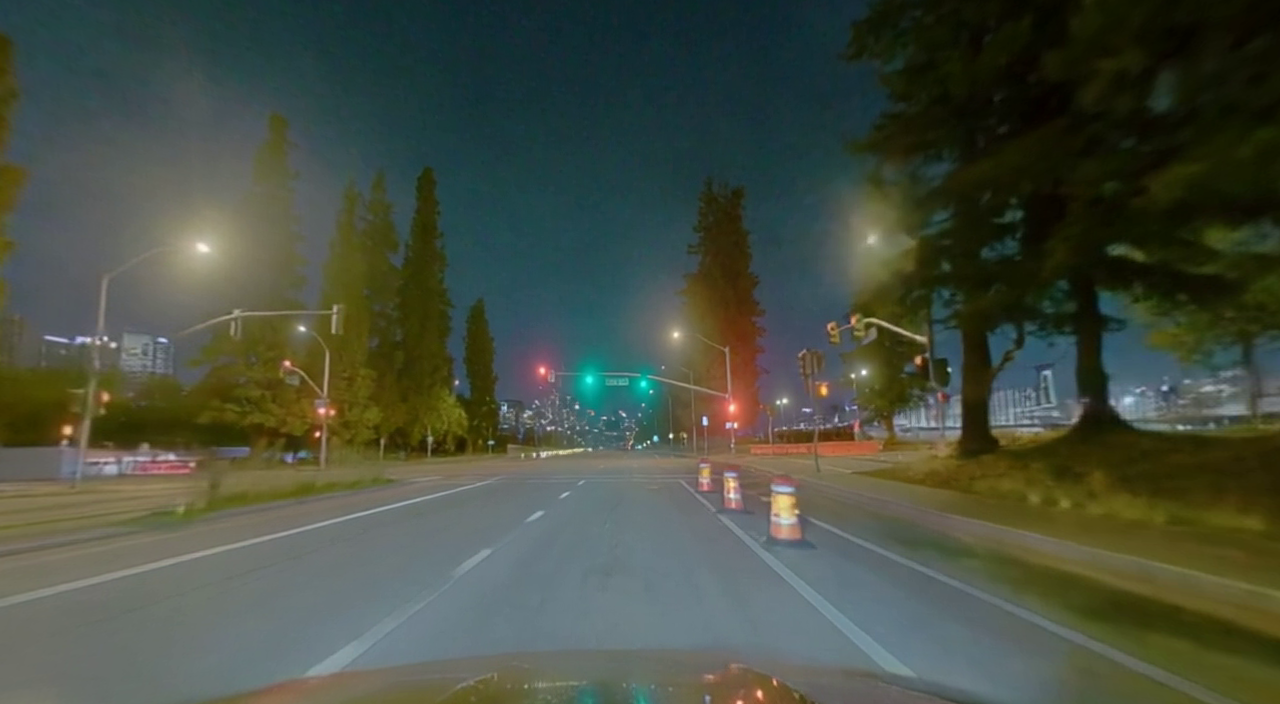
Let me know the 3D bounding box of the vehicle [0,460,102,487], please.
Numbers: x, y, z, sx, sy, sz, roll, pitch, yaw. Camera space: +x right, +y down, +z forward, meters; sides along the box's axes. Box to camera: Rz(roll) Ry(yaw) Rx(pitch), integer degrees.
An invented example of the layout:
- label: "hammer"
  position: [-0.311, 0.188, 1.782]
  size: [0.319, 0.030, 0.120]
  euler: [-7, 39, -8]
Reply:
- label: "vehicle"
  position: [-37.562, 7.704, 40.252]
  size: [4.530, 1.540, 2.057]
  euler: [0, -8, -2]
